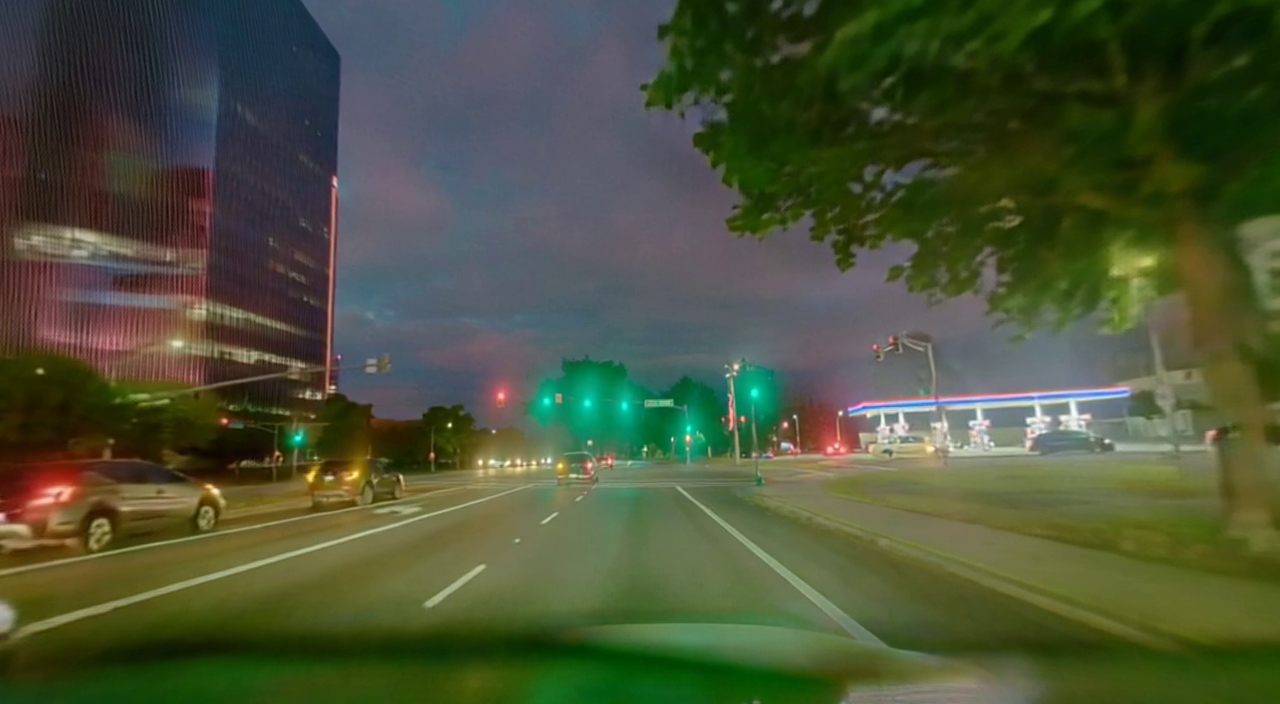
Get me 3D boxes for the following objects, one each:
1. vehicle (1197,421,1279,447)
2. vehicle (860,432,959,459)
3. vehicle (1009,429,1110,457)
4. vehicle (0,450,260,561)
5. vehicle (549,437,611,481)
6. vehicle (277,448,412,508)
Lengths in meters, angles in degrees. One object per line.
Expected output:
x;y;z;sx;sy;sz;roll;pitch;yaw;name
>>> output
34.862;4.623;35.357;4.849;1.399;2.057;-2;-8;17;vehicle
17.563;6.129;41.273;5.708;1.585;2.070;-4;-7;22;vehicle
25.538;5.580;38.537;4.700;1.579;1.823;-4;-8;19;vehicle
-9.475;2.613;11.582;1.965;1.541;4.718;0;-8;1;vehicle
-3.097;5.717;34.135;2.602;2.091;6.347;0;-8;1;vehicle
-9.174;3.906;20.088;2.068;1.659;4.509;0;-8;1;vehicle
